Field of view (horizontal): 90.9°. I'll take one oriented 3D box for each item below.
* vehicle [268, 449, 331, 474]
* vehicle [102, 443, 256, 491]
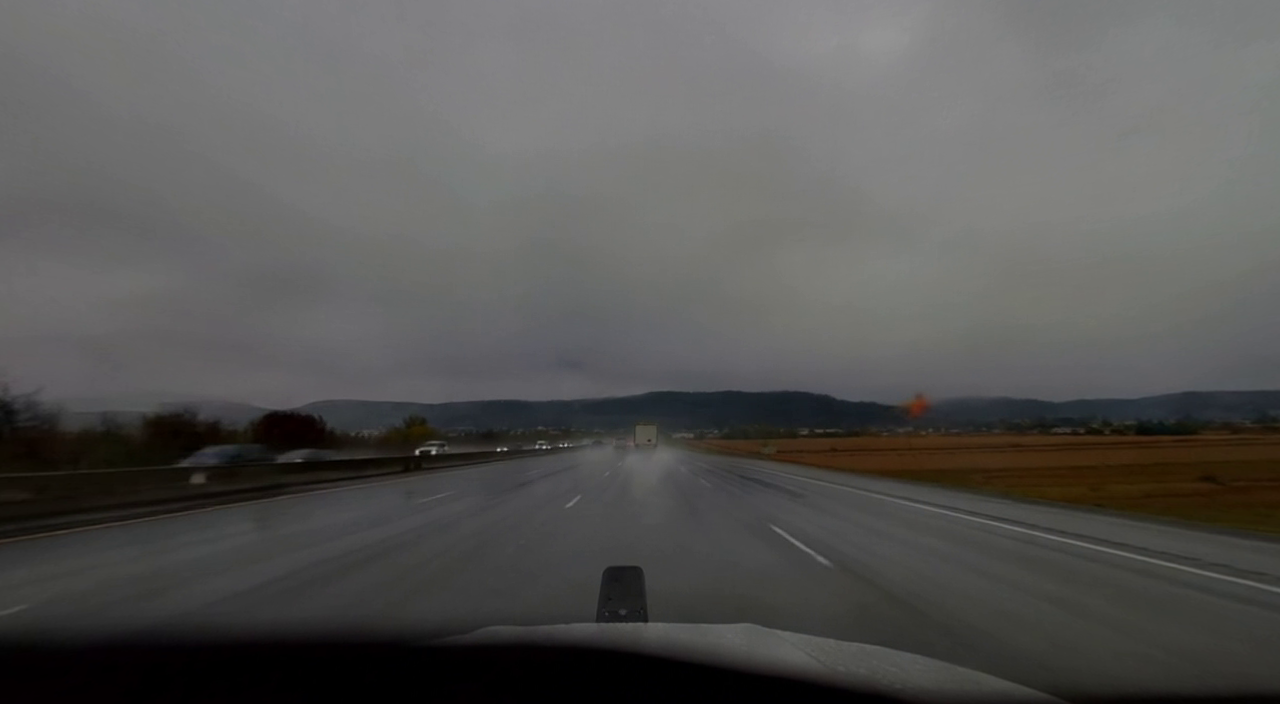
[{"bbox_3d":[-24.482,7.861,45.488,1.939,1.663,4.554,0,-8,1],"label":"vehicle"},{"bbox_3d":[-17.094,4.234,23.798,2.011,1.603,4.968,0,-8,1],"label":"vehicle"}]
